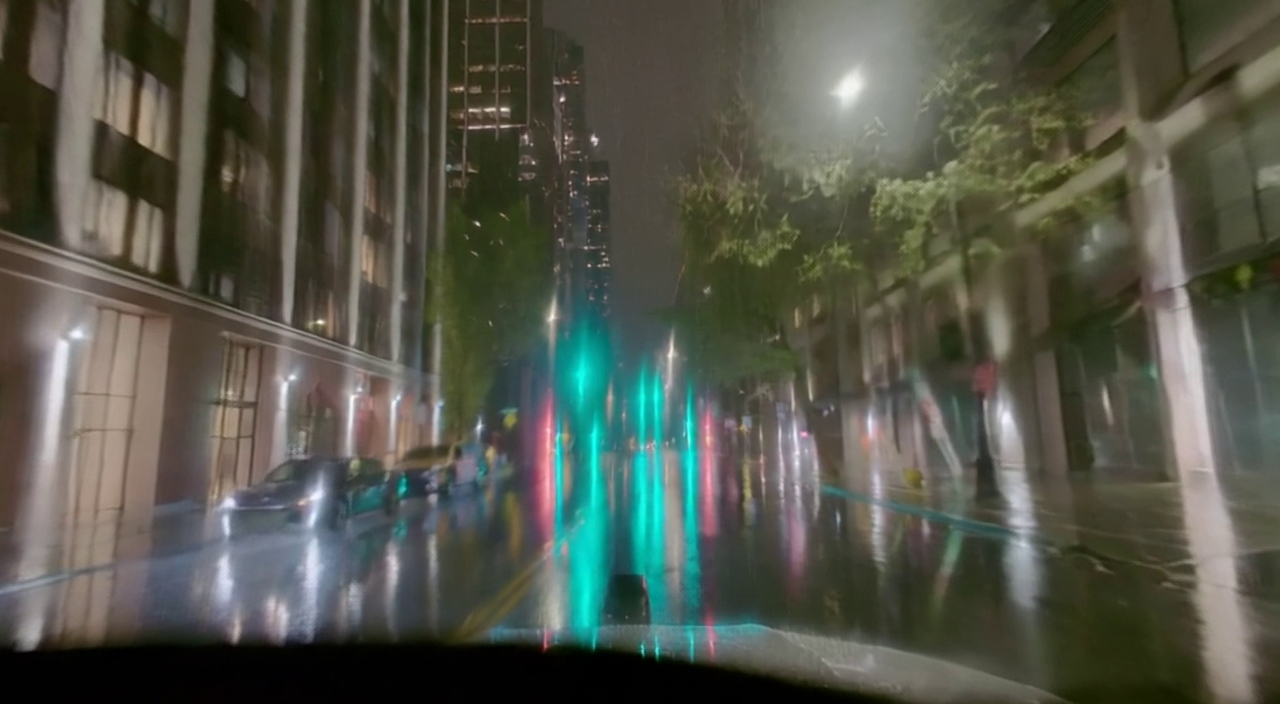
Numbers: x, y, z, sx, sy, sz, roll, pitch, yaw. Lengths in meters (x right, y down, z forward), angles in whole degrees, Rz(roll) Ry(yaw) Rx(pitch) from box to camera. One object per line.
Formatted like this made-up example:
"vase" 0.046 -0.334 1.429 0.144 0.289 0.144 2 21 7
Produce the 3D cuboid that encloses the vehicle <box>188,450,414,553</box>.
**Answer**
"vehicle" -6.718 2.942 13.308 2.270 1.539 4.855 -4 -8 -2

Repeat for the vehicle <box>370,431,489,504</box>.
"vehicle" -6.528 3.616 20.192 2.273 1.871 4.920 -4 -8 -2
